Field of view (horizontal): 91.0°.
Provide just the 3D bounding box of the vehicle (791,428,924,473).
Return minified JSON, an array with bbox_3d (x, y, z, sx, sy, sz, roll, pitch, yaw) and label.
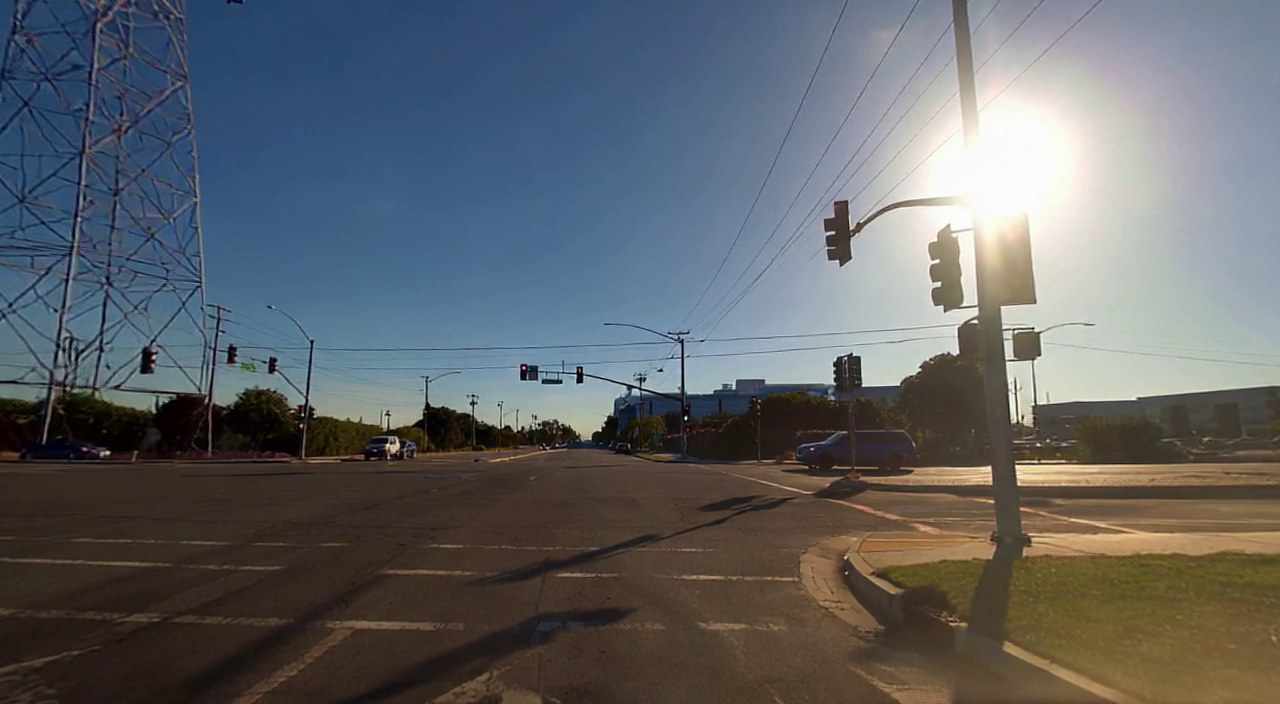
[{"bbox_3d":[8.710,4.014,25.722,4.884,1.714,2.021,-2,-9,12],"label":"vehicle"}]
